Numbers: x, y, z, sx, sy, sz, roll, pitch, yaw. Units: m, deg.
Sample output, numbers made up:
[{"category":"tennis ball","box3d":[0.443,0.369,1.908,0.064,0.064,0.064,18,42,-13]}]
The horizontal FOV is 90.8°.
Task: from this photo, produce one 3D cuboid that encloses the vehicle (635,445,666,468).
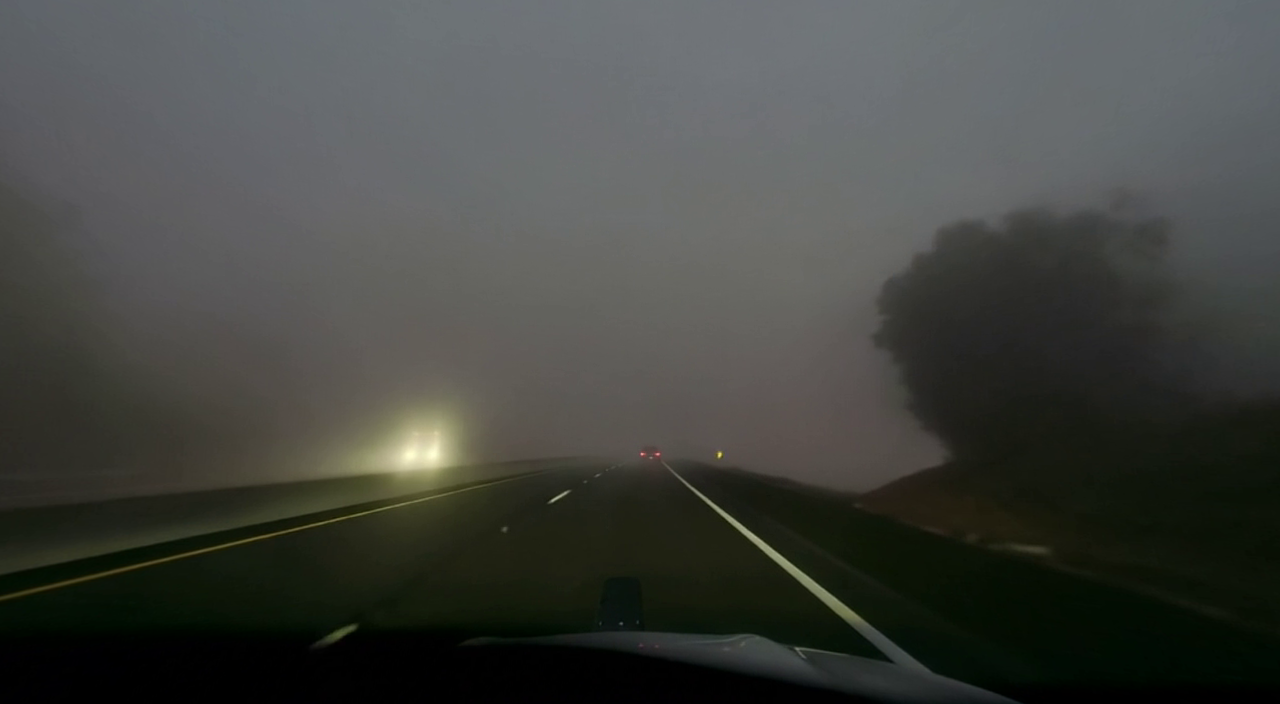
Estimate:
[{"category":"vehicle","box3d":[0.797,7.864,47.566,2.221,1.603,4.149,0,-9,1]}]
